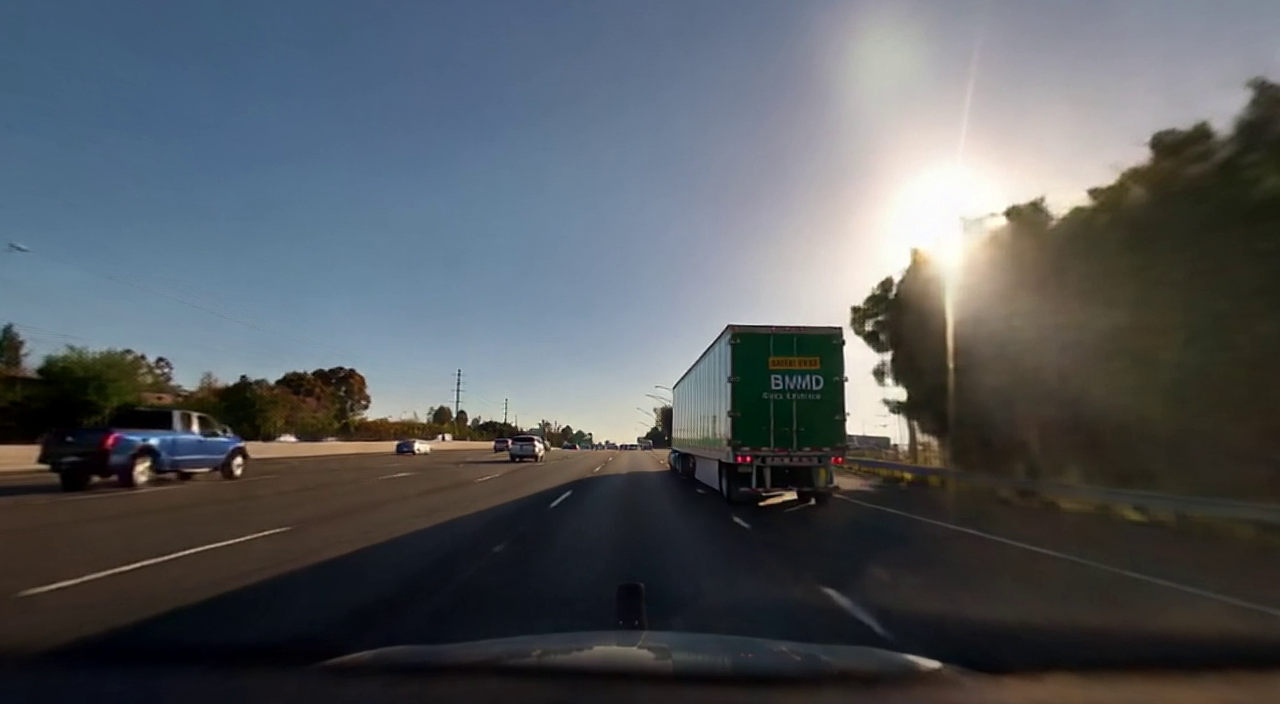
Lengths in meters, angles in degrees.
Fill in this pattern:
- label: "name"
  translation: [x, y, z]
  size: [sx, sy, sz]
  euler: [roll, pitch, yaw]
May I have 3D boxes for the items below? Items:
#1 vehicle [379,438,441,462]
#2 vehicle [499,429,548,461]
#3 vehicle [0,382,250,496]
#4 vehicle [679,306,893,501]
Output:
- label: "vehicle"
  translation: [-14.105, 6.043, 39.026]
  size: [2.067, 1.398, 4.863]
  euler: [0, -8, -1]
- label: "vehicle"
  translation: [-7.400, 5.987, 40.611]
  size: [2.100, 1.905, 5.119]
  euler: [0, -8, 0]
- label: "vehicle"
  translation: [-13.990, 2.415, 17.493]
  size: [2.307, 2.571, 6.260]
  euler: [0, -8, 0]
- label: "vehicle"
  translation: [3.375, 2.092, 20.255]
  size: [2.891, 3.944, 15.051]
  euler: [0, -8, -2]
